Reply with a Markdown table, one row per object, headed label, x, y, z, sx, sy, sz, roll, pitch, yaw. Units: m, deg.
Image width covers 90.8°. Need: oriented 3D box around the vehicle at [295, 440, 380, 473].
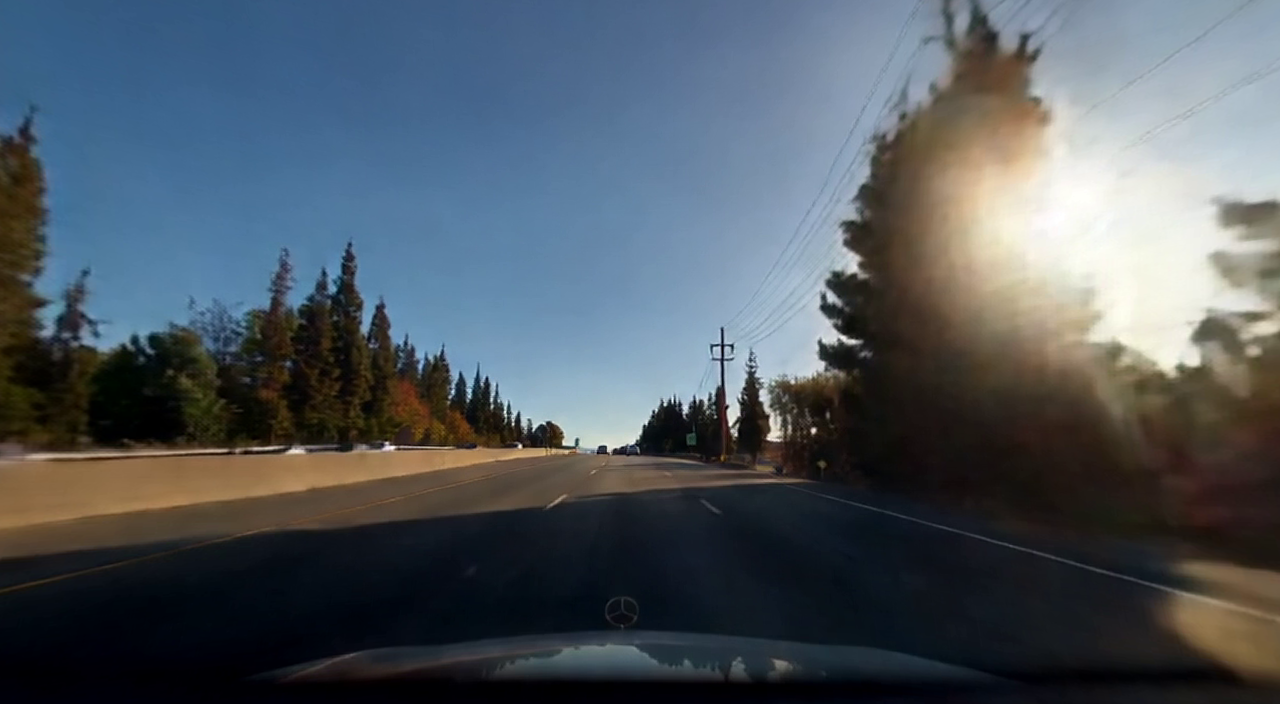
| label | x | y | z | sx | sy | sz | roll | pitch | yaw |
| --- | --- | --- | --- | --- | --- | --- | --- | --- | --- |
| vehicle | -14.325 | 4.956 | 30.171 | 1.931 | 1.471 | 4.264 | 0 | -9 | 0 |
